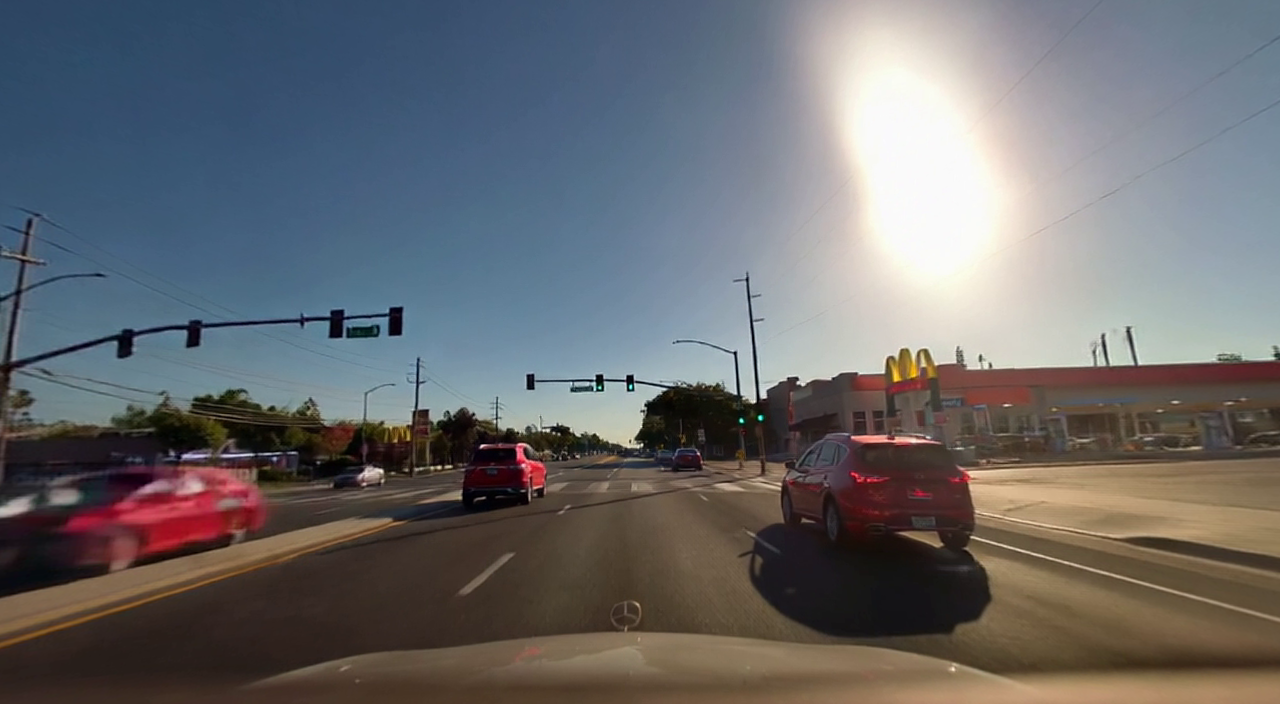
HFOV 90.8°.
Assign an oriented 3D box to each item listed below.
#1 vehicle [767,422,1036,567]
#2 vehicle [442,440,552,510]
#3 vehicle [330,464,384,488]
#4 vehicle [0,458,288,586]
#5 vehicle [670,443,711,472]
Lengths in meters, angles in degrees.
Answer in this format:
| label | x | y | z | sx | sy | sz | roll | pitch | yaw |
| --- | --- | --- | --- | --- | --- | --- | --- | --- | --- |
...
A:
| label | x | y | z | sx | sy | sz | roll | pitch | yaw |
| --- | --- | --- | --- | --- | --- | --- | --- | --- | --- |
| vehicle | 3.508 | 1.992 | 9.645 | 2.085 | 1.655 | 4.459 | 0 | -9 | -1 |
| vehicle | -3.647 | 3.206 | 16.915 | 1.935 | 1.617 | 4.045 | 0 | -9 | 1 |
| vehicle | -20.736 | 9.062 | 46.439 | 1.849 | 1.497 | 4.444 | 0 | -9 | 0 |
| vehicle | -8.056 | 2.543 | 10.299 | 2.056 | 1.519 | 4.383 | 0 | -8 | 1 |
| vehicle | 3.119 | 6.638 | 39.922 | 2.066 | 1.699 | 4.419 | 0 | -9 | -2 |
